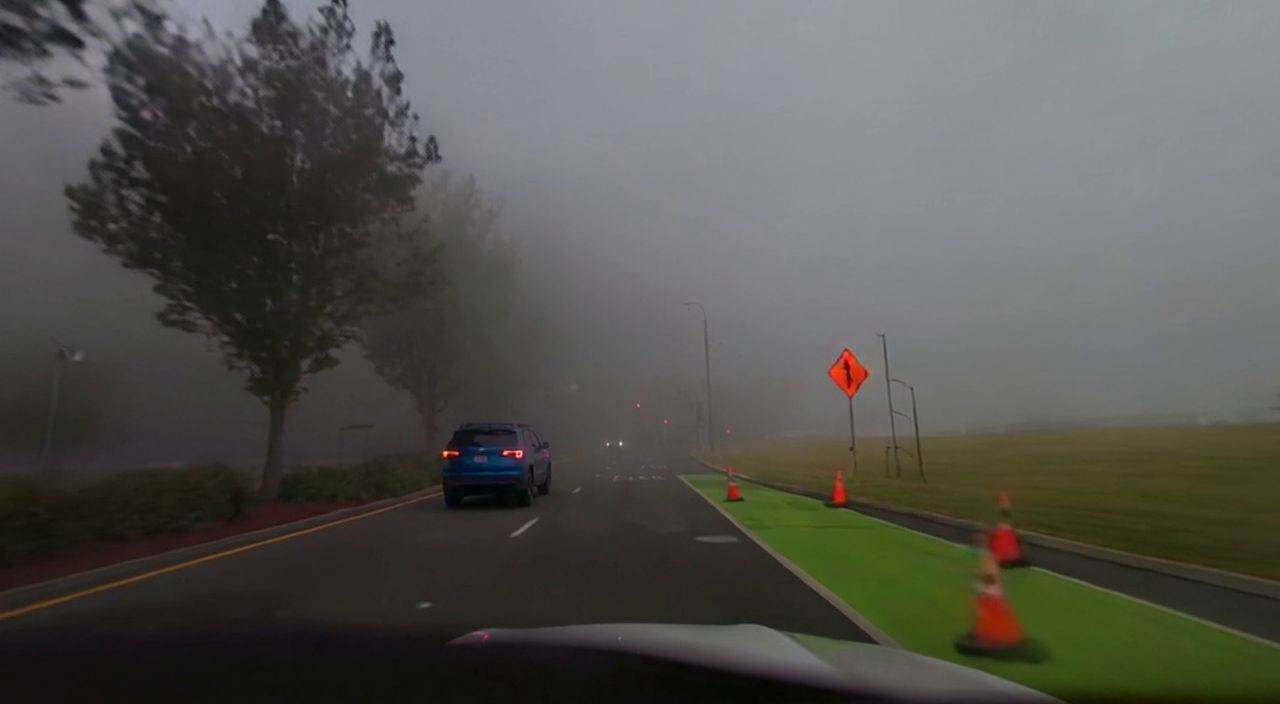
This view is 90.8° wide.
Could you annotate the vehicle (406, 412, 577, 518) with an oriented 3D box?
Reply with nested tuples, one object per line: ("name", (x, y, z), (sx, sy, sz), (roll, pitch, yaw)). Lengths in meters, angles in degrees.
("vehicle", (-2.762, 2.276, 13.132), (2.339, 1.790, 4.629), (0, -8, 1))
